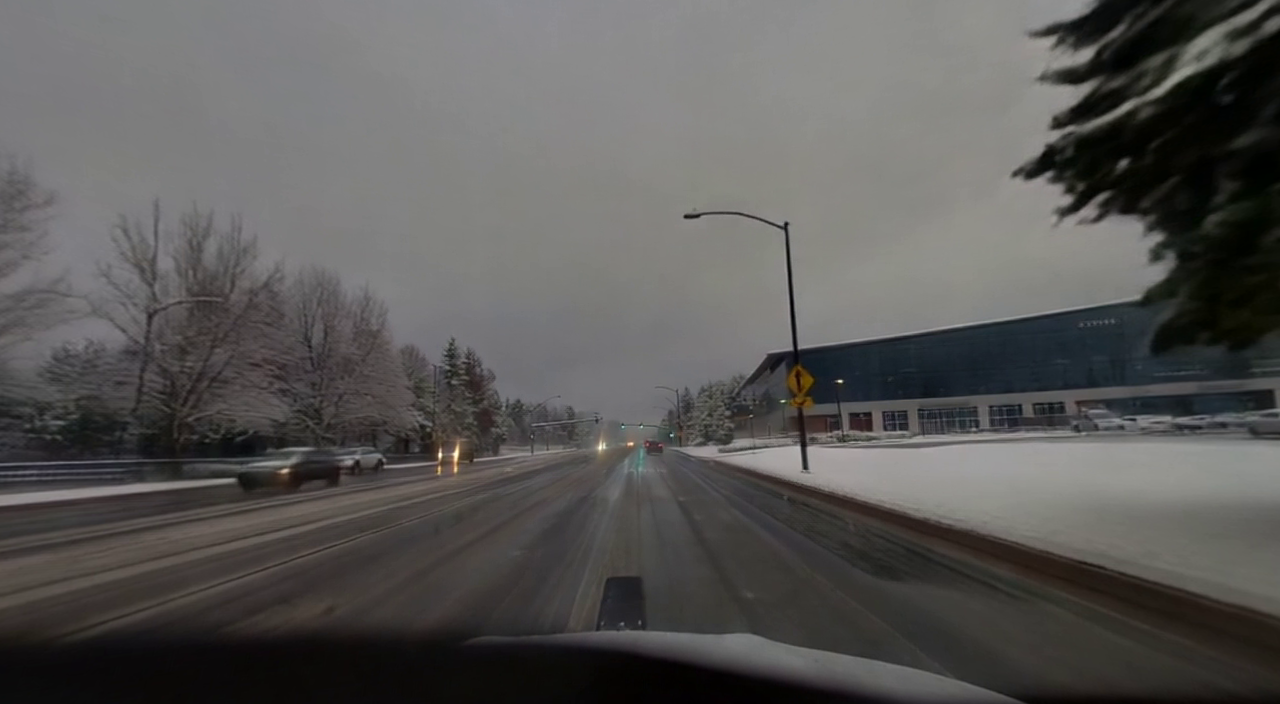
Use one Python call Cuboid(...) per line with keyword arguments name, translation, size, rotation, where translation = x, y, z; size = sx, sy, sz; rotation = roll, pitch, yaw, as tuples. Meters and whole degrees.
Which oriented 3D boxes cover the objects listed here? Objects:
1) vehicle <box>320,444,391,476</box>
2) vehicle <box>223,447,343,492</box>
Cuboid(name="vehicle", translation=(-17.223, 6.538, 38.343), size=(2.112, 1.754, 4.740), rotation=(0, -8, 0))
Cuboid(name="vehicle", translation=(-13.720, 4.488, 24.476), size=(1.939, 1.548, 4.490), rotation=(0, -8, 1))
